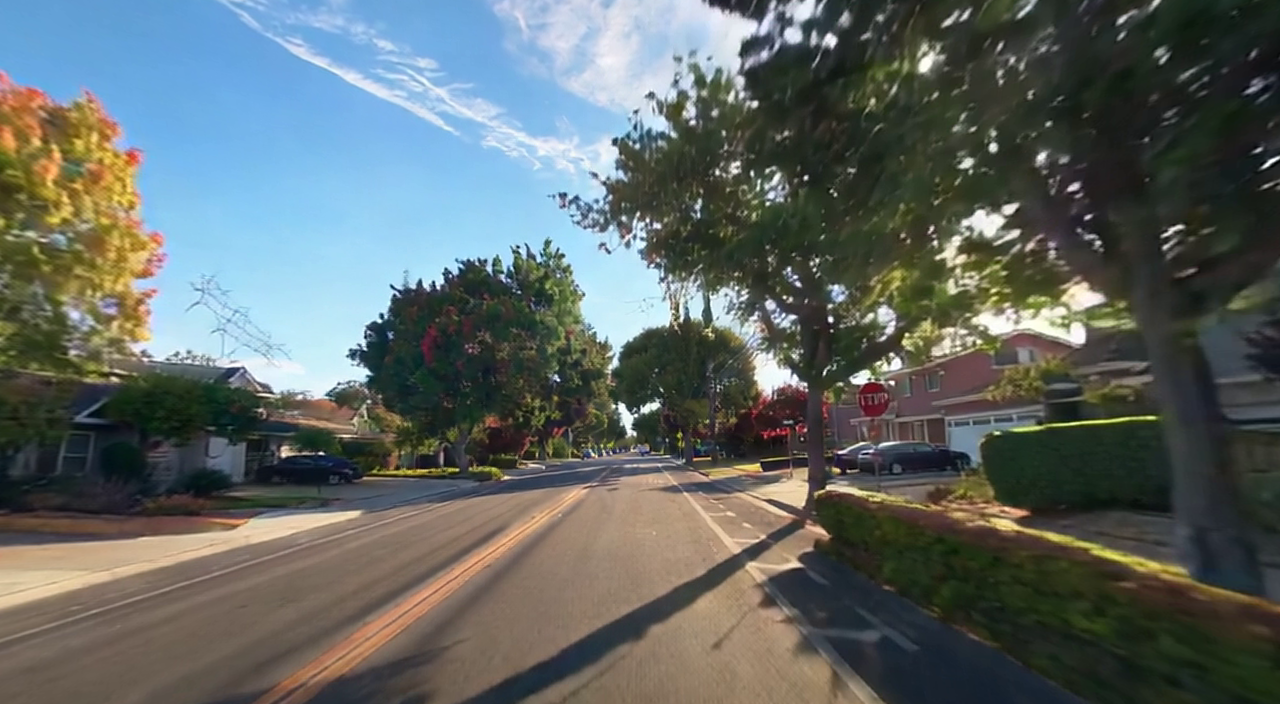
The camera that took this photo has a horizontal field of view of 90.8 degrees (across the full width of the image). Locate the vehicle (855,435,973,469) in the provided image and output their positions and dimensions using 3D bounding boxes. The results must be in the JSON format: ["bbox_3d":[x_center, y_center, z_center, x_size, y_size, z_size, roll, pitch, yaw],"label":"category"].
[{"bbox_3d":[12.931,4.748,30.000,4.650,1.484,1.929,0,-8,0],"label":"vehicle"}]
